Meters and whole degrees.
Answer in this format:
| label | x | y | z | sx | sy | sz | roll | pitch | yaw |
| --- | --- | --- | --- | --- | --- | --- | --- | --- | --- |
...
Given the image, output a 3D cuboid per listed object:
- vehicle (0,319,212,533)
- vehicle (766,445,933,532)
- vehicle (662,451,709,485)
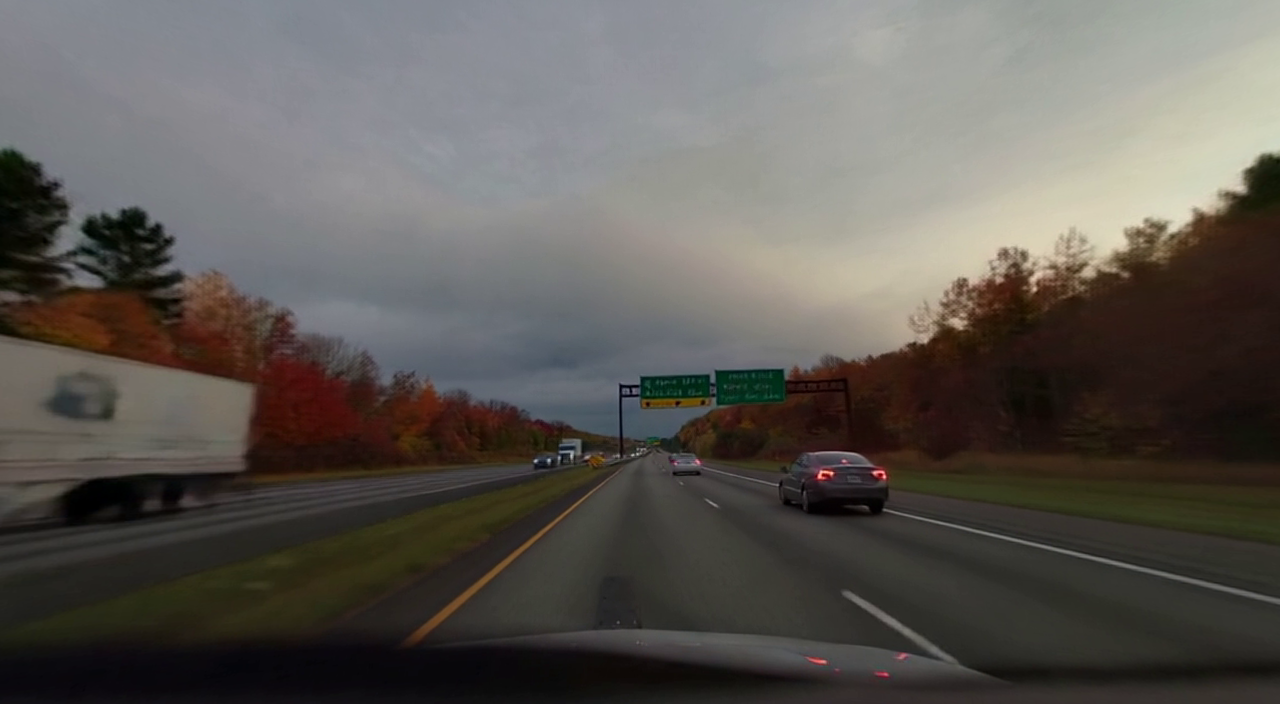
| label | x | y | z | sx | sy | sz | roll | pitch | yaw |
| --- | --- | --- | --- | --- | --- | --- | --- | --- | --- |
| vehicle | -13.669 | 1.218 | 10.625 | 2.907 | 4.035 | 14.018 | 0 | -9 | 0 |
| vehicle | 4.256 | 2.821 | 13.568 | 2.119 | 1.557 | 4.163 | 0 | -9 | -1 |
| vehicle | 2.221 | 5.823 | 31.765 | 2.070 | 1.546 | 4.648 | 0 | -9 | 1 |
